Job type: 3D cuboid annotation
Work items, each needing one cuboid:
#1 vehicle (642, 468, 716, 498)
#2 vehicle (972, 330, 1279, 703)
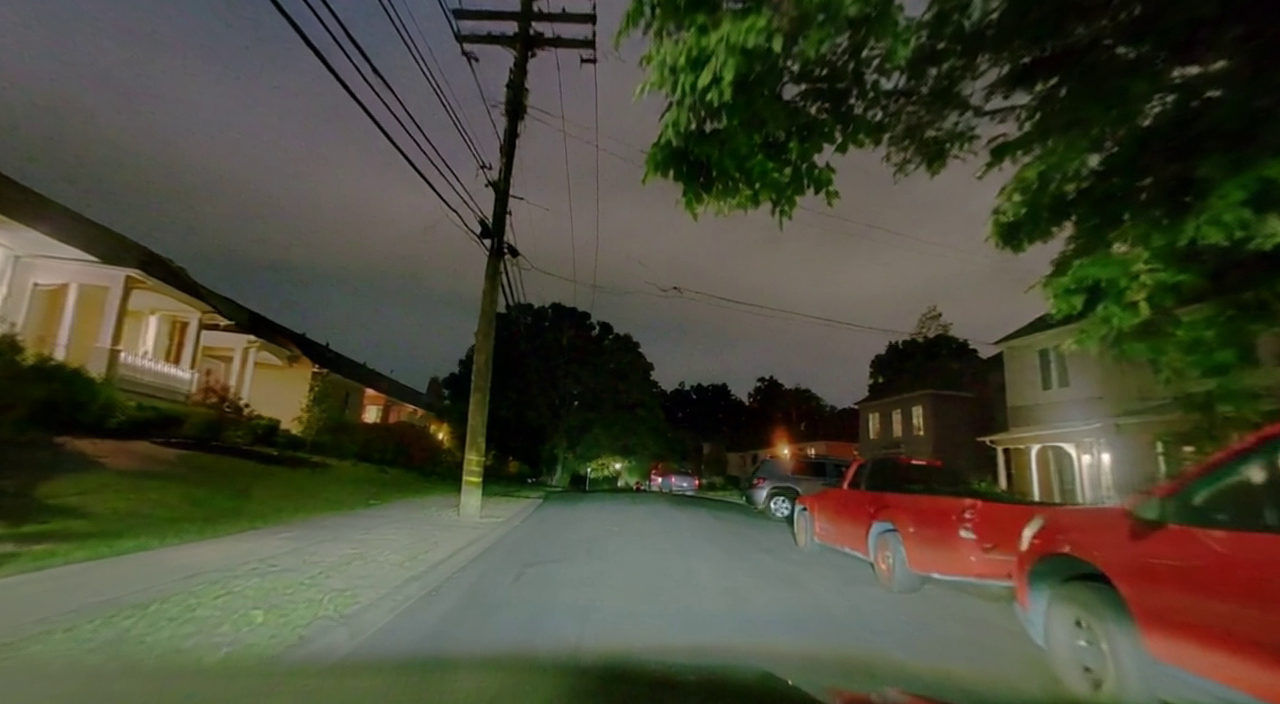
[{"bbox_3d":[2.448,8.348,40.508,4.413,1.728,1.869,1,-9,-10],"label":"vehicle"},{"bbox_3d":[3.227,0.726,1.483,2.076,1.780,4.959,0,-8,-2],"label":"vehicle"}]
